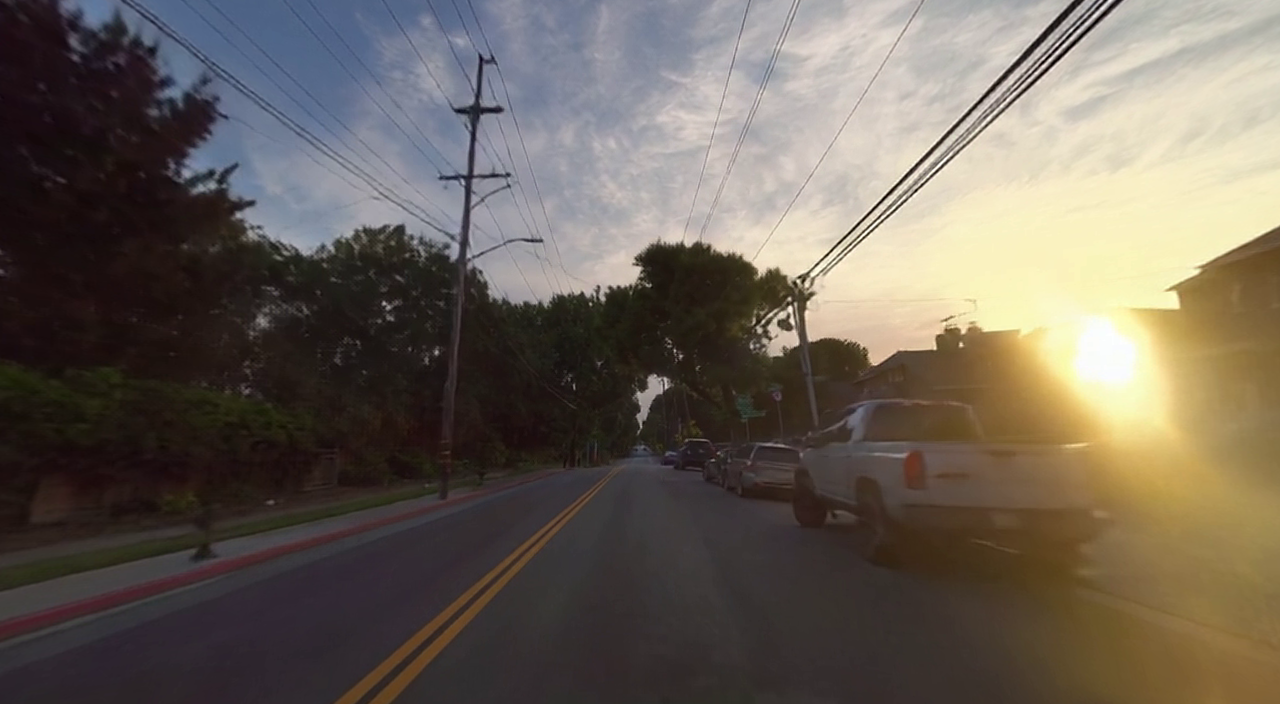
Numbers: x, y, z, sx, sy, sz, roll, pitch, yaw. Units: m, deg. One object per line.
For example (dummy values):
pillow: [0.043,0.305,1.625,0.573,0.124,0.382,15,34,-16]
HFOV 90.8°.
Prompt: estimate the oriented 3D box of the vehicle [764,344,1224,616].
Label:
vehicle: [3.246,1.381,7.746,2.347,2.070,5.735,0,-8,1]
